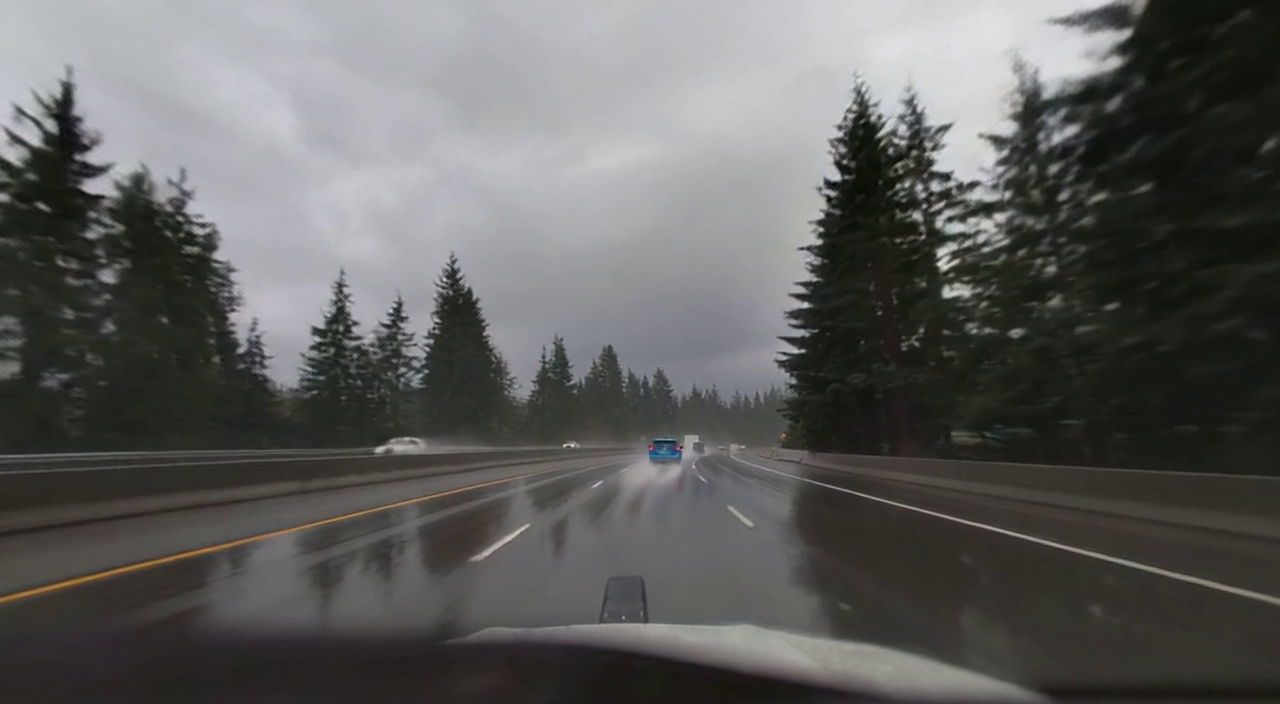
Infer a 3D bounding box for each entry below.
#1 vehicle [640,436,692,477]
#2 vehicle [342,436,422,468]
[{"bbox_3d":[1.183,4.613,27.948,2.133,1.686,4.203,-1,-8,3],"label":"vehicle"},{"bbox_3d":[-13.298,5.166,32.711,1.946,1.520,4.707,-1,-8,3],"label":"vehicle"}]
